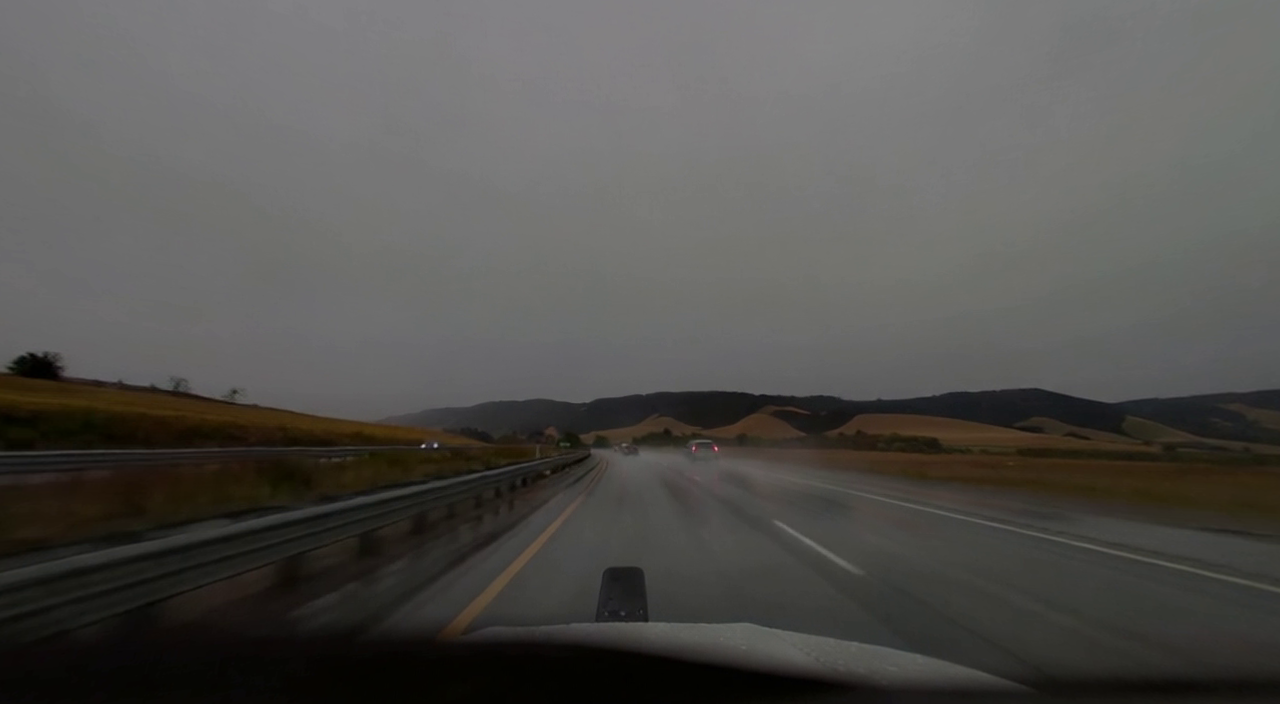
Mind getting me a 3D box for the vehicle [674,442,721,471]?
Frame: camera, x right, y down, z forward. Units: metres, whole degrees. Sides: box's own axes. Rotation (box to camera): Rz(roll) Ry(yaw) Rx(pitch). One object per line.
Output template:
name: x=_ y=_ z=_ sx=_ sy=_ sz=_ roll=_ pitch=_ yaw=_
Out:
vehicle: x=3.167 y=5.890 z=35.694 sx=1.960 sy=1.516 sz=4.657 roll=0 pitch=-8 yaw=-3
